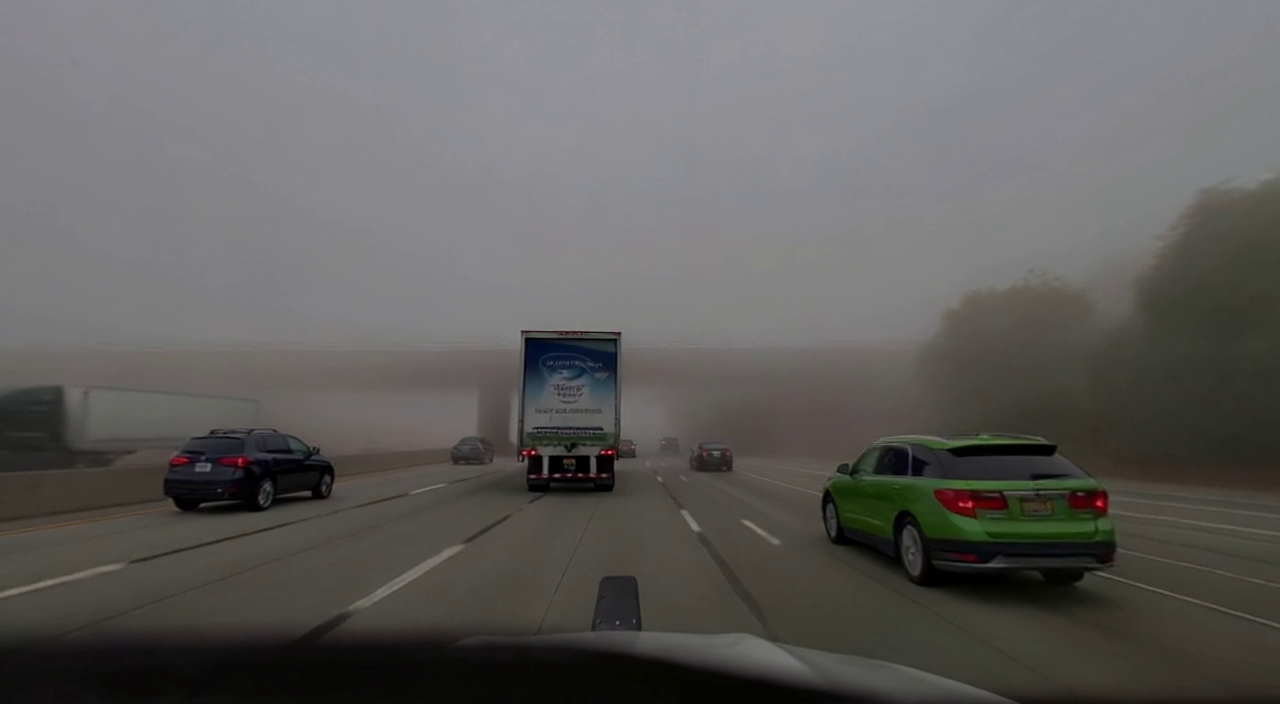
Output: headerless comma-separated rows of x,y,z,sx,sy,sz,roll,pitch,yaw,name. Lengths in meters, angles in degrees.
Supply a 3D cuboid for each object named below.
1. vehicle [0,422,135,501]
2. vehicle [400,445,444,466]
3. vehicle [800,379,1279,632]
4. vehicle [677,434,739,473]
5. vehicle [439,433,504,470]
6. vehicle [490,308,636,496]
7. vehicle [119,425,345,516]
-20.096,3.534,20.671,2.264,2.303,5.765,0,-8,-2,vehicle
-17.163,8.154,49.664,1.874,1.491,4.393,0,-7,0,vehicle
3.356,1.303,6.410,2.118,1.647,4.400,0,-8,-2,vehicle
2.813,4.290,27.031,2.003,1.519,4.580,0,-8,-2,vehicle
-8.351,4.939,31.591,2.057,1.698,4.550,0,-8,0,vehicle
-1.958,1.647,17.703,2.911,3.787,9.905,1,-8,-5,vehicle
-8.532,2.477,13.776,2.048,1.652,4.421,0,-8,-2,vehicle
